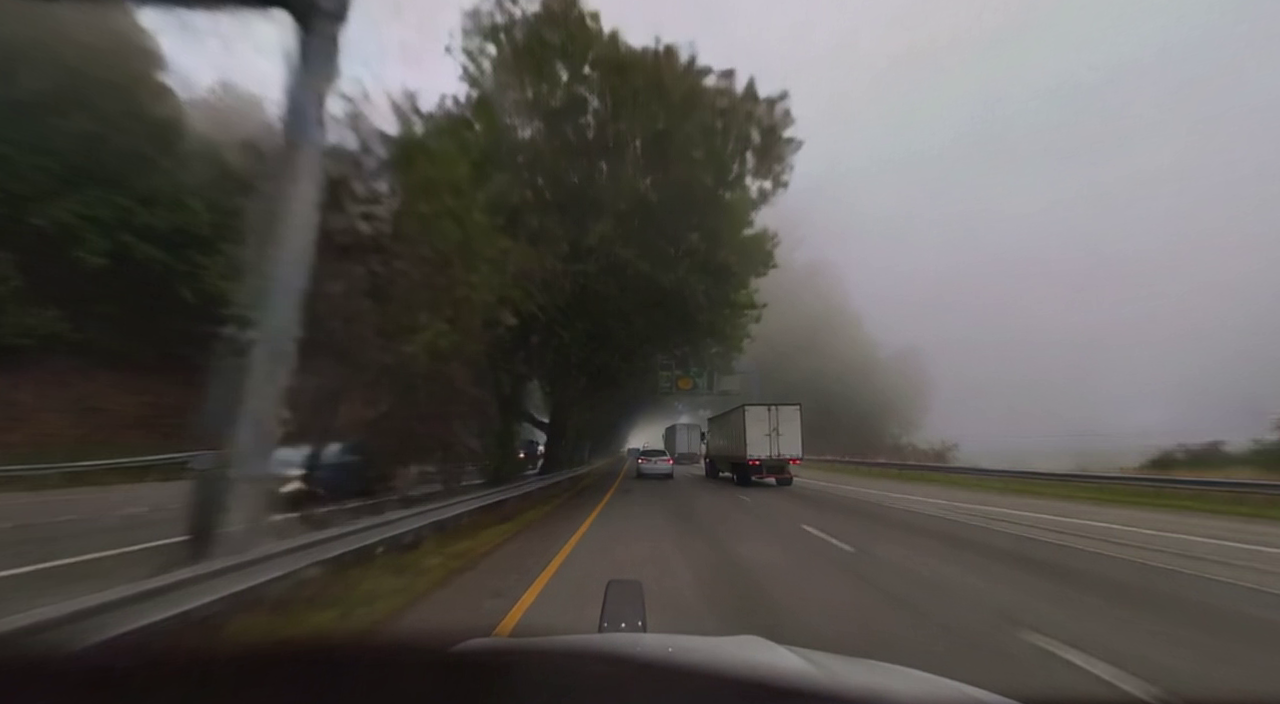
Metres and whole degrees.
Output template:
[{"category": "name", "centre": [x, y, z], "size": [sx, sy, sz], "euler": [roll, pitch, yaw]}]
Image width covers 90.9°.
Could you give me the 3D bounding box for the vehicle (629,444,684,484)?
[{"category": "vehicle", "centre": [0.599, 4.553, 25.904], "size": [2.069, 1.523, 4.012], "euler": [0, -9, -1]}]

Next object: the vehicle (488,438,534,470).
[{"category": "vehicle", "centre": [-7.805, 6.218, 38.559], "size": [2.015, 1.839, 4.385], "euler": [0, -9, -2]}]

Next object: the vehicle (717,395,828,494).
[{"category": "vehicle", "centre": [4.914, 3.671, 24.967], "size": [2.600, 3.282, 7.635], "euler": [0, -9, -1]}]
